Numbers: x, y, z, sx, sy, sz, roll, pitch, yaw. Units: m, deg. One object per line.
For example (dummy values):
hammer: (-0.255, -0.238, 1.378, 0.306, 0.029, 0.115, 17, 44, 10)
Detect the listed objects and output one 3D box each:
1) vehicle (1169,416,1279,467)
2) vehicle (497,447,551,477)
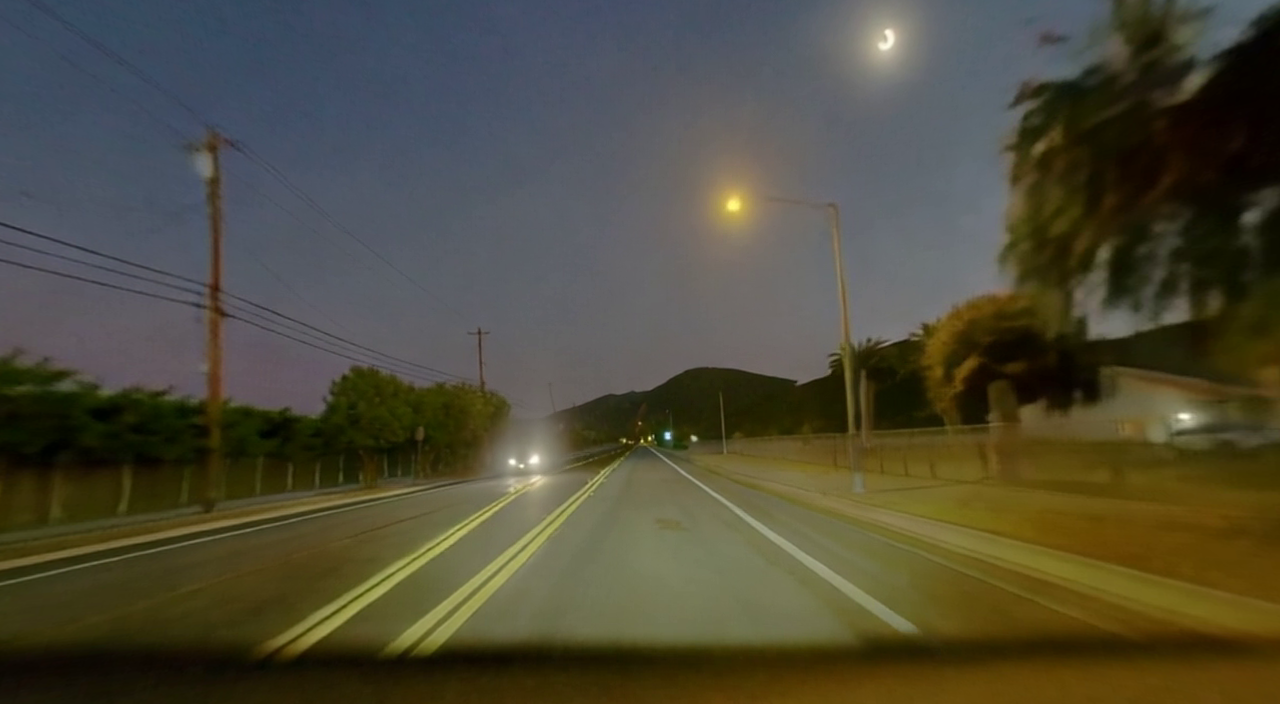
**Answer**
vehicle: (21.602, 3.122, 21.799, 4.554, 1.676, 1.864, 0, -8, 5)
vehicle: (-6.274, 6.022, 34.621, 1.973, 1.487, 4.612, 0, -8, 2)
